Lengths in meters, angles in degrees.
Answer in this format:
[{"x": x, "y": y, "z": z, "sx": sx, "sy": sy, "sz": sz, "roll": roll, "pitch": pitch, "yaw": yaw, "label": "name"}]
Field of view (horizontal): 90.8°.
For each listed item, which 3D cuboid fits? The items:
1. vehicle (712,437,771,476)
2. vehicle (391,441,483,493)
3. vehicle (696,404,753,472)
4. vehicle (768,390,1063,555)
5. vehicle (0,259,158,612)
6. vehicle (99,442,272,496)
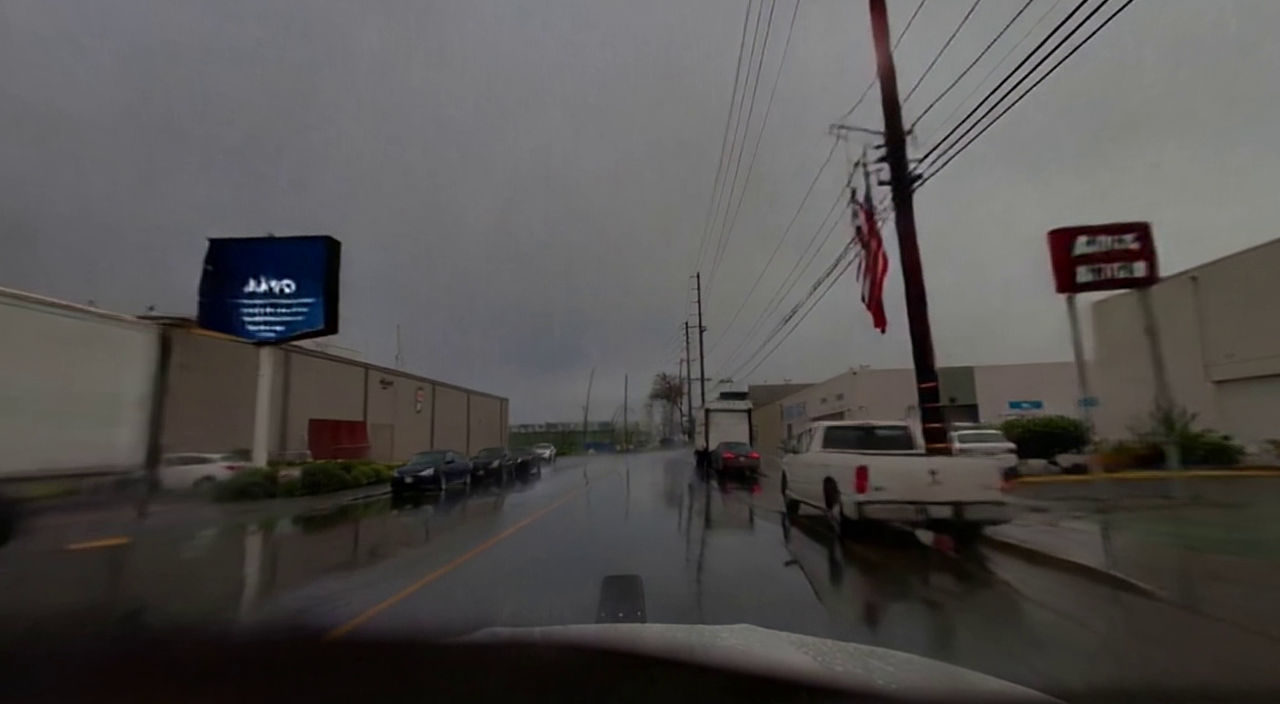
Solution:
[{"x": 4.930, "y": 5.162, "z": 31.481, "sx": 2.141, "sy": 1.739, "sz": 5.130, "roll": 0, "pitch": -9, "yaw": 1, "label": "vehicle"}, {"x": -7.426, "y": 4.215, "z": 23.554, "sx": 1.936, "sy": 1.632, "sz": 4.145, "roll": -3, "pitch": -8, "yaw": 2, "label": "vehicle"}, {"x": 5.088, "y": 5.478, "z": 39.852, "sx": 2.933, "sy": 3.697, "sz": 10.065, "roll": -1, "pitch": -9, "yaw": 4, "label": "vehicle"}, {"x": 3.955, "y": 1.916, "z": 10.787, "sx": 2.400, "sy": 1.985, "sz": 6.155, "roll": 0, "pitch": -9, "yaw": 2, "label": "vehicle"}, {"x": -7.853, "y": 0.505, "z": 4.113, "sx": 2.941, "sy": 3.418, "sz": 7.738, "roll": -1, "pitch": -9, "yaw": 3, "label": "vehicle"}, {"x": -15.391, "y": 3.971, "z": 21.836, "sx": 1.935, "sy": 1.550, "sz": 4.951, "roll": -3, "pitch": -9, "yaw": 7, "label": "vehicle"}]
